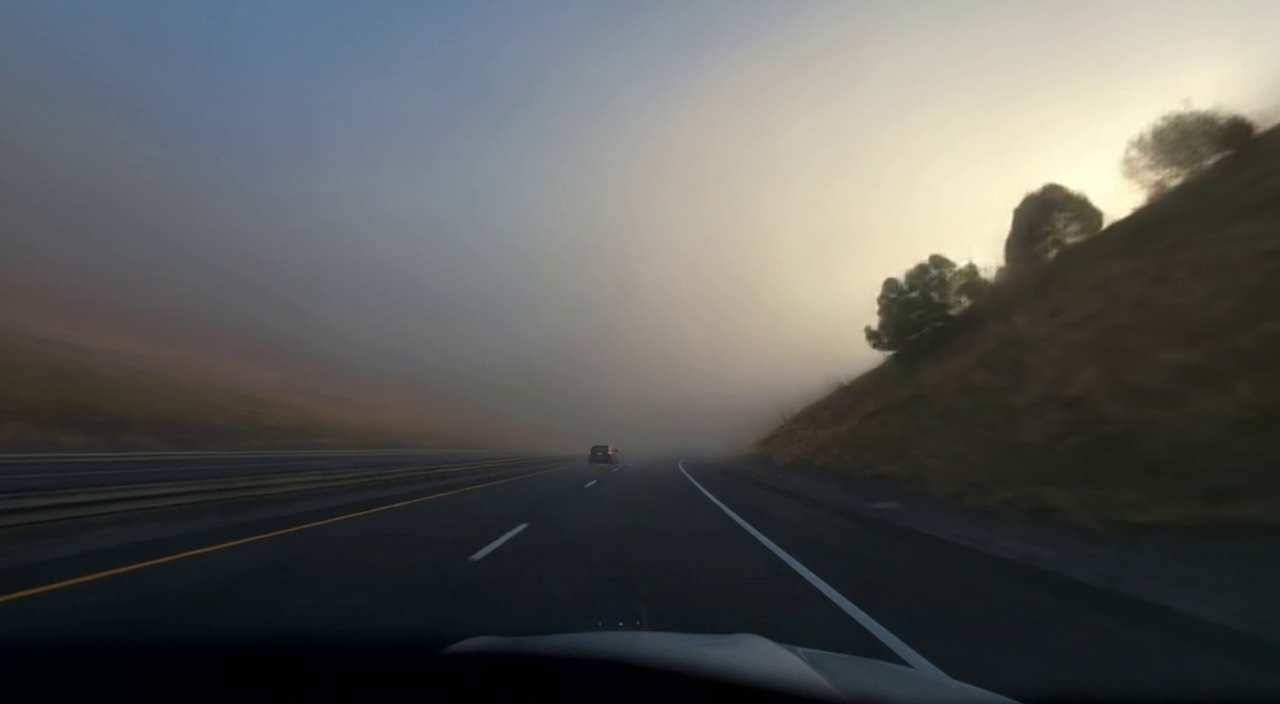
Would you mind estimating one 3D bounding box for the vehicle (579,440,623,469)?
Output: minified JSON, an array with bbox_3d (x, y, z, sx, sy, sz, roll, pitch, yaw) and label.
[{"bbox_3d":[-2.421,6.536,40.572,2.252,1.743,4.560,-1,-9,3],"label":"vehicle"}]
